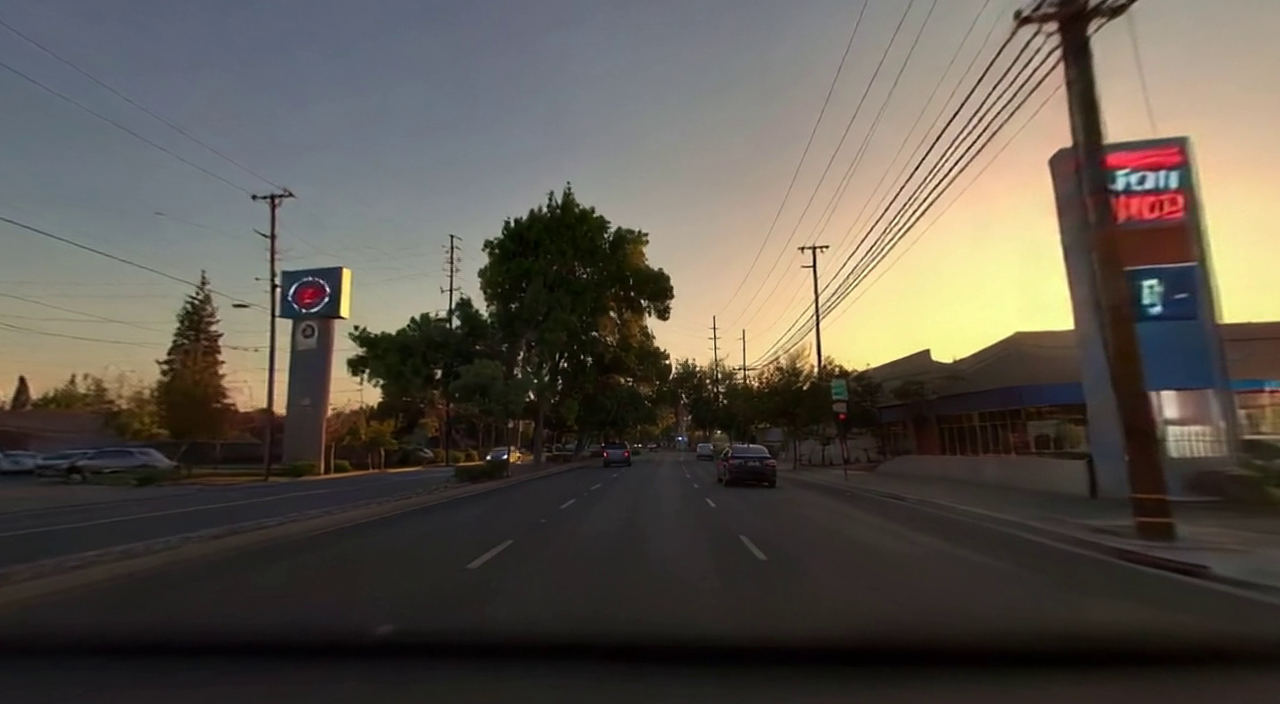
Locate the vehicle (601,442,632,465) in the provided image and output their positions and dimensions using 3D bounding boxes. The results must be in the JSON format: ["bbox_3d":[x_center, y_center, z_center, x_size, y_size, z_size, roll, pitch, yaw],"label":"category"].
[{"bbox_3d":[-1.734,7.646,47.675,2.047,1.664,4.148,0,-9,2],"label":"vehicle"}]

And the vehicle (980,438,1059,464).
[{"bbox_3d":[26.522,6.937,44.098,4.327,1.746,2.119,2,-9,-13],"label":"vehicle"}]

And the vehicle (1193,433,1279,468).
[{"bbox_3d":[35.512,5.687,36.504,5.308,1.961,2.119,1,-9,-9],"label":"vehicle"}]

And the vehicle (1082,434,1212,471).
[{"bbox_3d":[27.942,5.525,34.829,5.612,1.850,2.328,1,-8,-10],"label":"vehicle"}]

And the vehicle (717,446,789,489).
[{"bbox_3d":[4.099,4.248,23.558,1.978,1.455,4.195,0,-9,1],"label":"vehicle"}]

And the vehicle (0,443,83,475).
[{"bbox_3d":[-44.290,7.680,45.331,5.688,2.167,2.295,4,-10,-27],"label":"vehicle"}]
